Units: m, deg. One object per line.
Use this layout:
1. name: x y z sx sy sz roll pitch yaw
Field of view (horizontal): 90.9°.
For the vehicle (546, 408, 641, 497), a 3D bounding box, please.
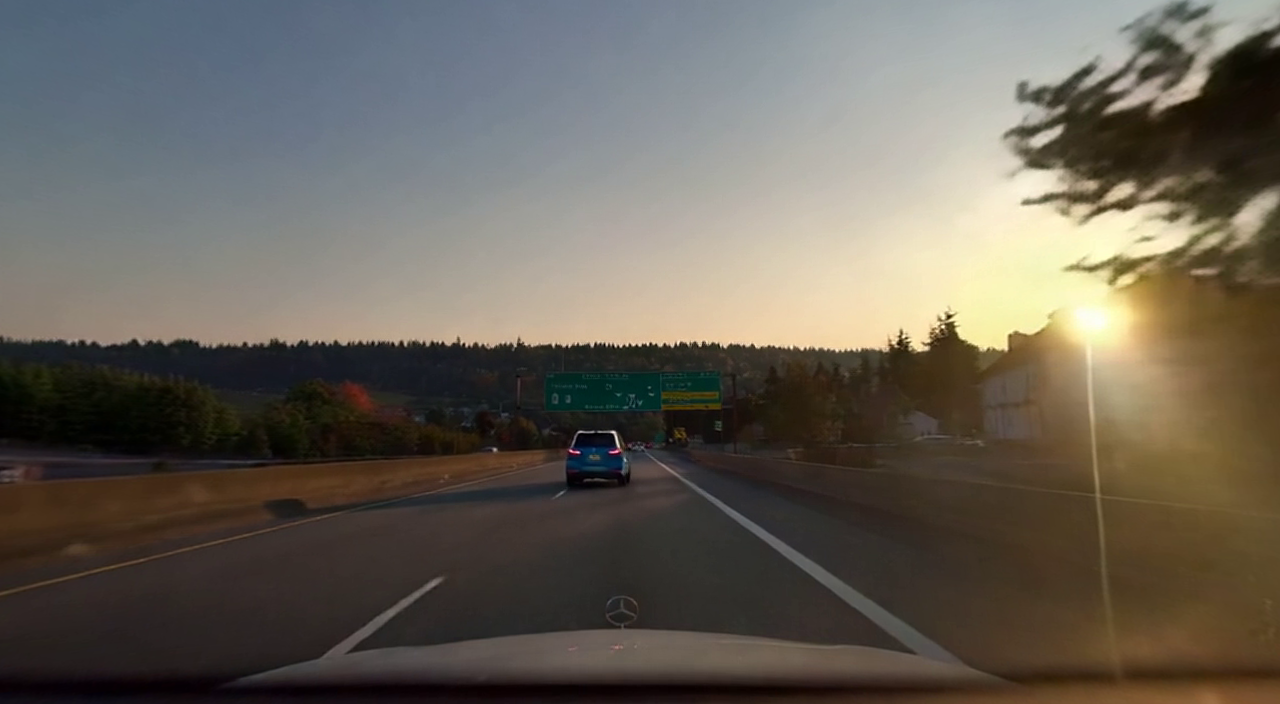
1. vehicle: -1.125 2.797 17.850 2.248 2.154 4.892 0 -8 1
